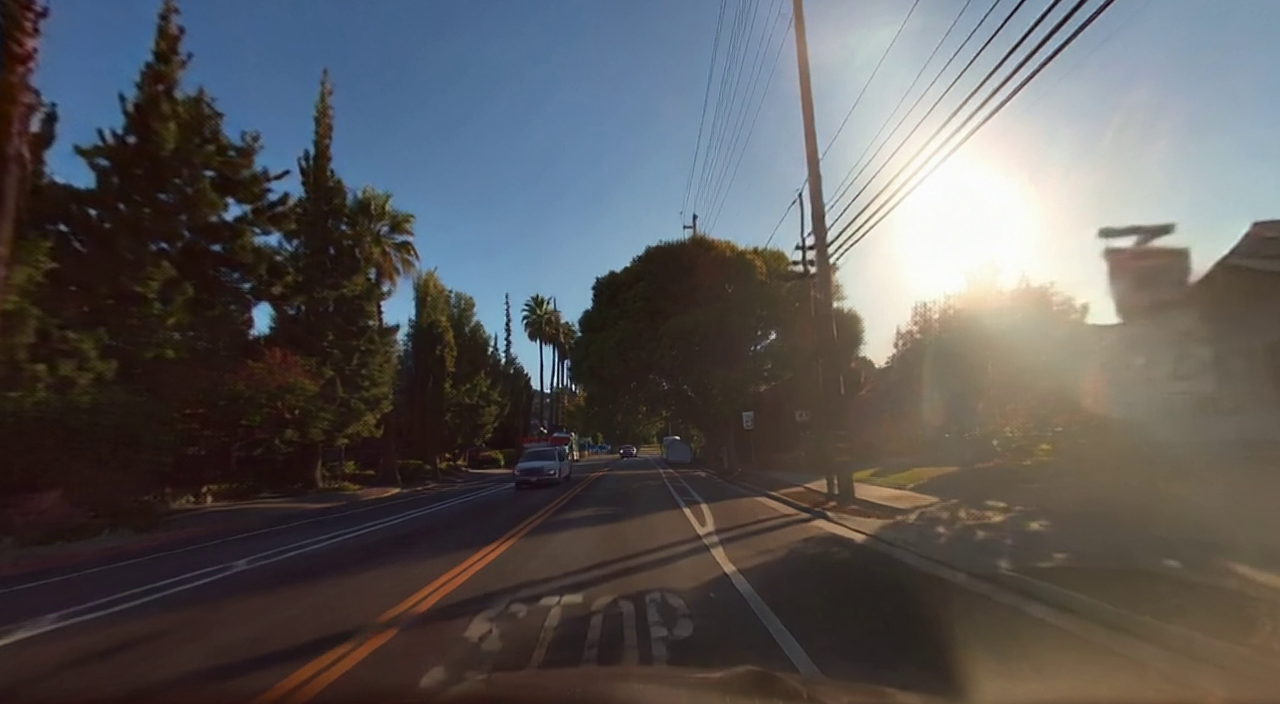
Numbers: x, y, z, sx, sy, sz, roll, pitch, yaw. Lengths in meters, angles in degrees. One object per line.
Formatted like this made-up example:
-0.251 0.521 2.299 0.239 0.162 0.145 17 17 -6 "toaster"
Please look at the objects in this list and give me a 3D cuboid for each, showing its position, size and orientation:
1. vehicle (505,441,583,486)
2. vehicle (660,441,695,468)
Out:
-3.821 4.575 26.388 2.336 1.669 5.581 0 -8 1 "vehicle"
2.659 7.382 45.852 2.168 1.851 4.861 0 -8 -1 "vehicle"
